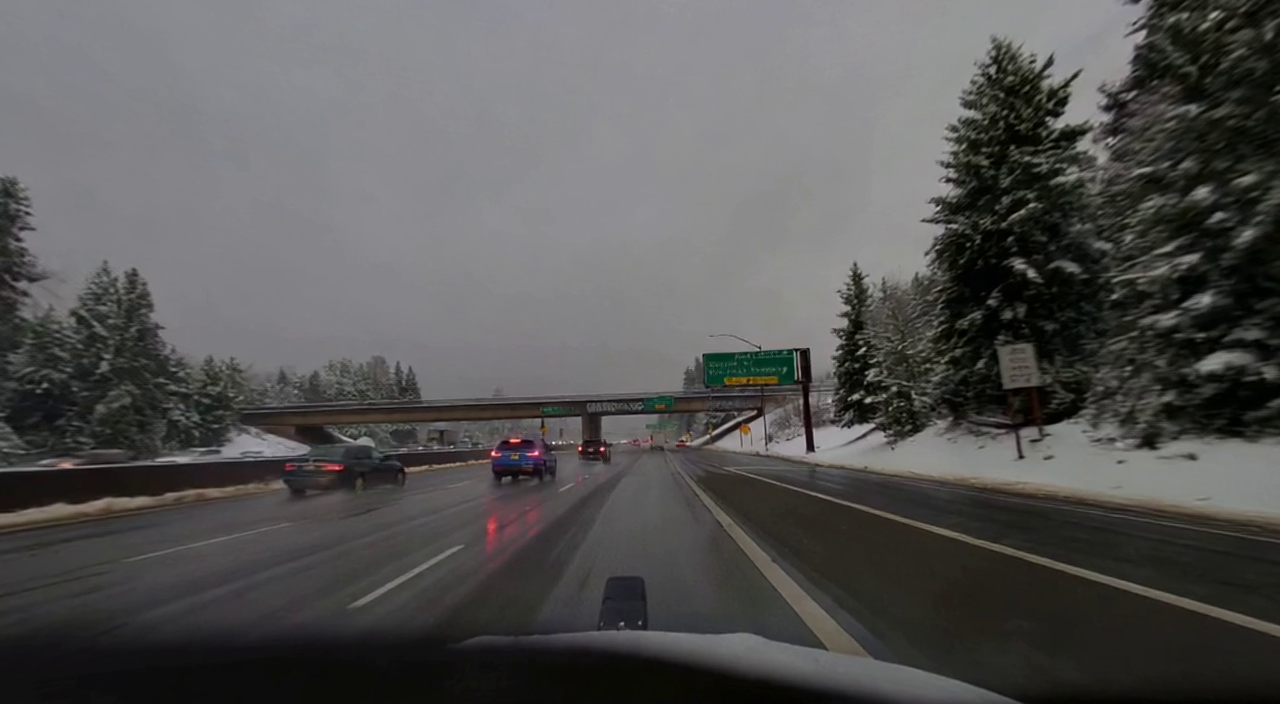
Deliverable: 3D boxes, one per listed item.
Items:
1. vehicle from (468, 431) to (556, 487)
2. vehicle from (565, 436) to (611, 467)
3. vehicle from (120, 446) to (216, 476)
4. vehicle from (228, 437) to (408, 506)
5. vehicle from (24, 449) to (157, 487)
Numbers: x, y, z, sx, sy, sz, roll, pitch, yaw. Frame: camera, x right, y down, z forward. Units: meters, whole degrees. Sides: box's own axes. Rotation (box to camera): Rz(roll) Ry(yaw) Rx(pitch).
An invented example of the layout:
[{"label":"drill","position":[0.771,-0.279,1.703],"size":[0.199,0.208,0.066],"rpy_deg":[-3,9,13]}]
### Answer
[{"label":"vehicle","position":[-4.086,3.484,20.676],"size":[1.969,1.633,3.962],"rpy_deg":[0,-8,1]},{"label":"vehicle","position":[-2.940,5.737,36.339],"size":[2.154,1.693,4.394],"rpy_deg":[0,-8,1]},{"label":"vehicle","position":[-28.997,6.689,38.771],"size":[2.204,1.670,4.760],"rpy_deg":[0,-8,0]},{"label":"vehicle","position":[-7.705,2.875,15.685],"size":[1.917,1.449,4.727],"rpy_deg":[0,-8,1]},{"label":"vehicle","position":[-23.578,4.954,27.199],"size":[1.794,1.458,4.269],"rpy_deg":[0,-8,2]}]
